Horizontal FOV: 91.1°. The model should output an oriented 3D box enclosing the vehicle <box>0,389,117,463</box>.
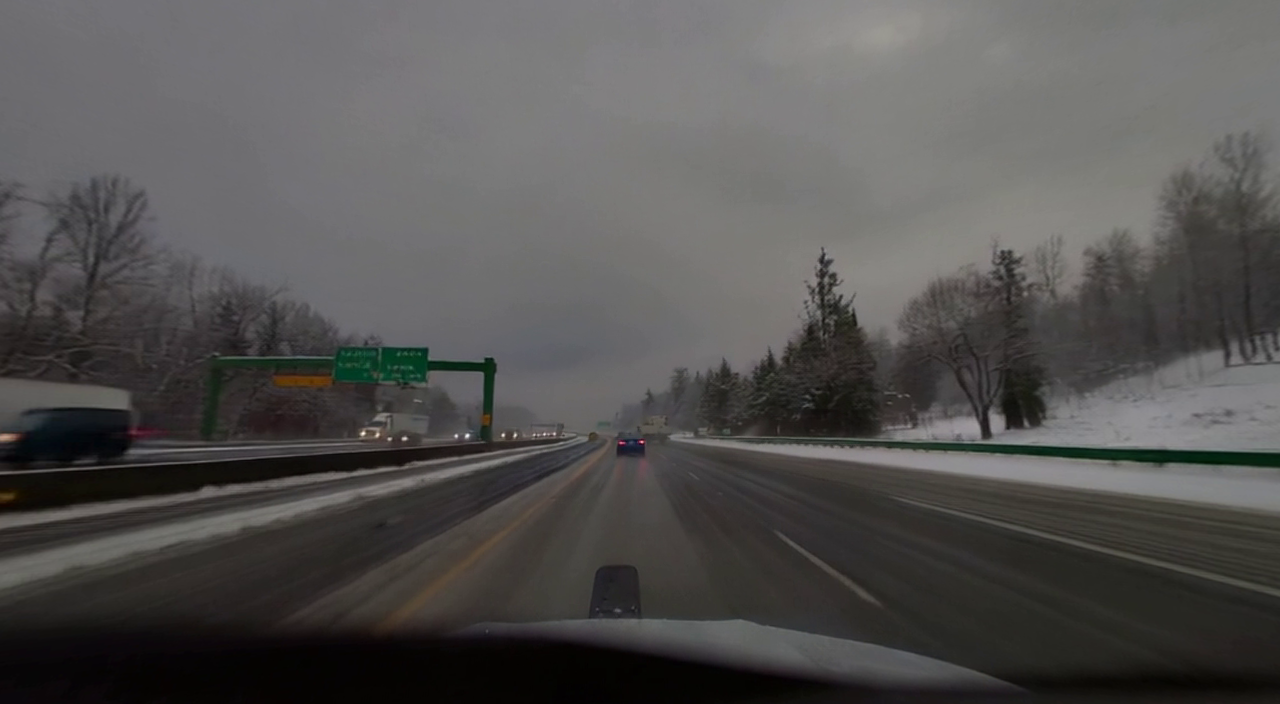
[{"bbox_3d":[-22.514,2.710,22.648,2.238,2.462,5.879,0,-8,-1],"label":"vehicle"}]
